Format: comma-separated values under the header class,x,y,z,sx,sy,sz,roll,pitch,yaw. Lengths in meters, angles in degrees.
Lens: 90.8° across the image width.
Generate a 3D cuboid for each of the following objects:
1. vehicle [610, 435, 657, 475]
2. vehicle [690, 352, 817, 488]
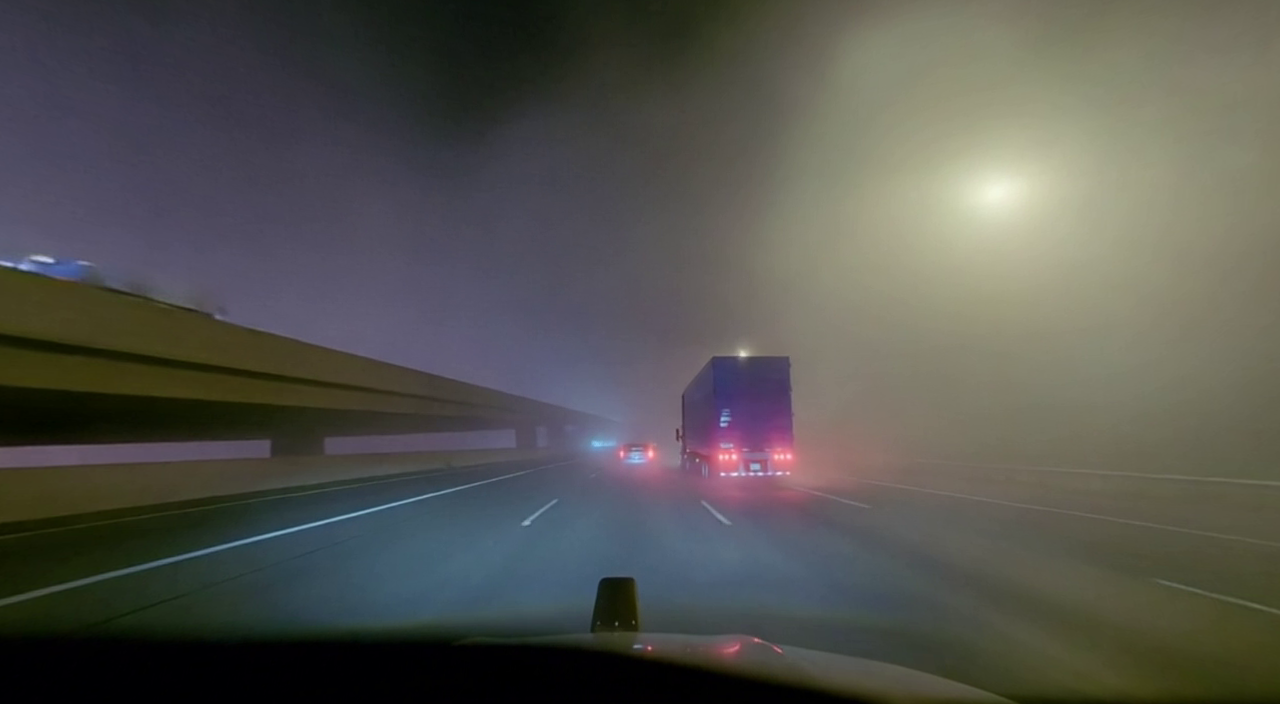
class,x,y,z,sx,sy,sz,roll,pitch,yaw
vehicle,-0.258,4.856,29.988,2.077,1.716,4.514,0,-9,0
vehicle,3.759,2.771,23.951,2.964,4.063,10.072,0,-9,0
